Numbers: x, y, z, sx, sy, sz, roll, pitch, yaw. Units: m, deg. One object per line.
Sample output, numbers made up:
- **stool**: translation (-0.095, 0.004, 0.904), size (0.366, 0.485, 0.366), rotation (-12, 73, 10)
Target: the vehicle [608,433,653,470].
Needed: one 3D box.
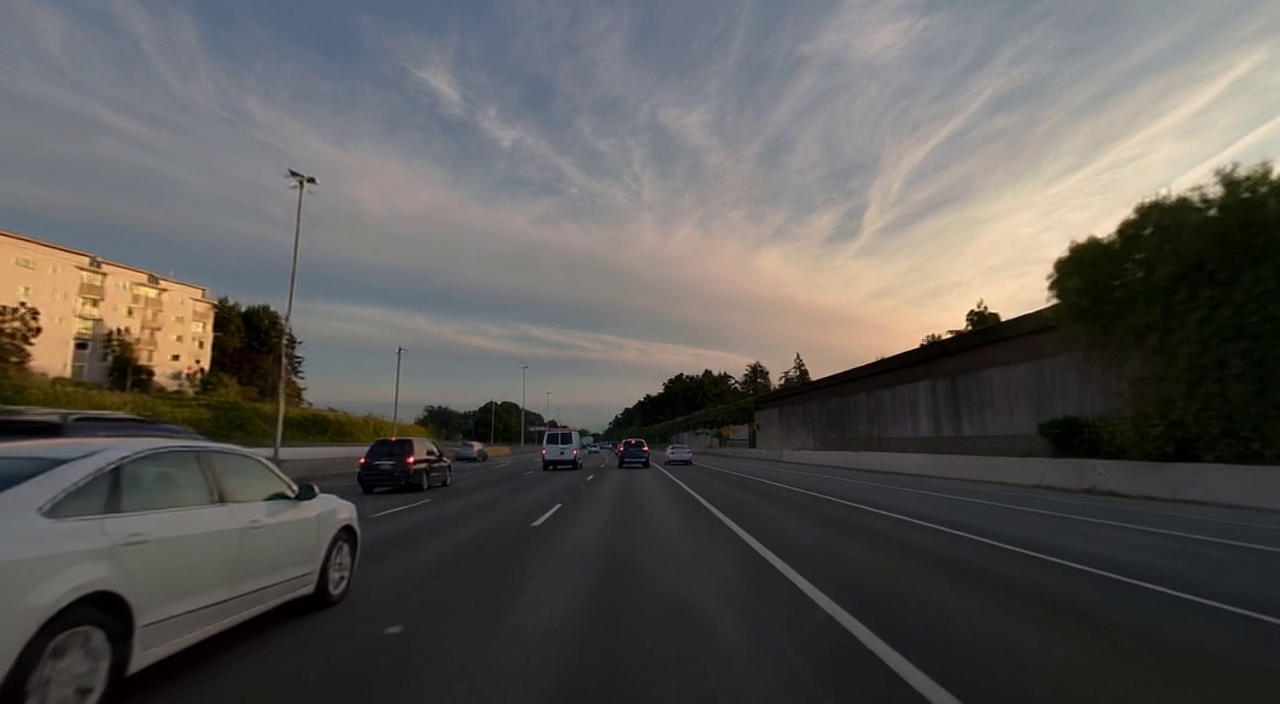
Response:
- **vehicle**: translation (-0.472, 5.228, 33.284), size (2.207, 1.807, 4.199), rotation (0, -9, 0)

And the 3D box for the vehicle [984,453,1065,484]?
- **vehicle**: translation (20.948, 6.360, 34.531), size (1.789, 1.531, 3.983), rotation (0, -9, -2)

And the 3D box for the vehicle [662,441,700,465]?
- **vehicle**: translation (2.684, 6.828, 42.635), size (2.127, 1.513, 4.501), rotation (0, -9, -2)

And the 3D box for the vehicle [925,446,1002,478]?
- **vehicle**: translation (20.841, 7.069, 40.824), size (2.083, 1.873, 5.209), rotation (0, -9, -2)

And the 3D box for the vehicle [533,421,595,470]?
- **vehicle**: translation (-3.800, 4.861, 32.578), size (2.504, 2.276, 5.933), rotation (0, -9, -1)

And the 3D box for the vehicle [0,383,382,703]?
- **vehicle**: translation (-3.296, 1.040, 3.394), size (1.963, 1.507, 4.172), rotation (0, -9, 1)

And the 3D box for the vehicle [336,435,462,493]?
- **vehicle**: translation (-6.931, 3.265, 18.715), size (1.959, 1.493, 4.575), rotation (0, -9, 0)
